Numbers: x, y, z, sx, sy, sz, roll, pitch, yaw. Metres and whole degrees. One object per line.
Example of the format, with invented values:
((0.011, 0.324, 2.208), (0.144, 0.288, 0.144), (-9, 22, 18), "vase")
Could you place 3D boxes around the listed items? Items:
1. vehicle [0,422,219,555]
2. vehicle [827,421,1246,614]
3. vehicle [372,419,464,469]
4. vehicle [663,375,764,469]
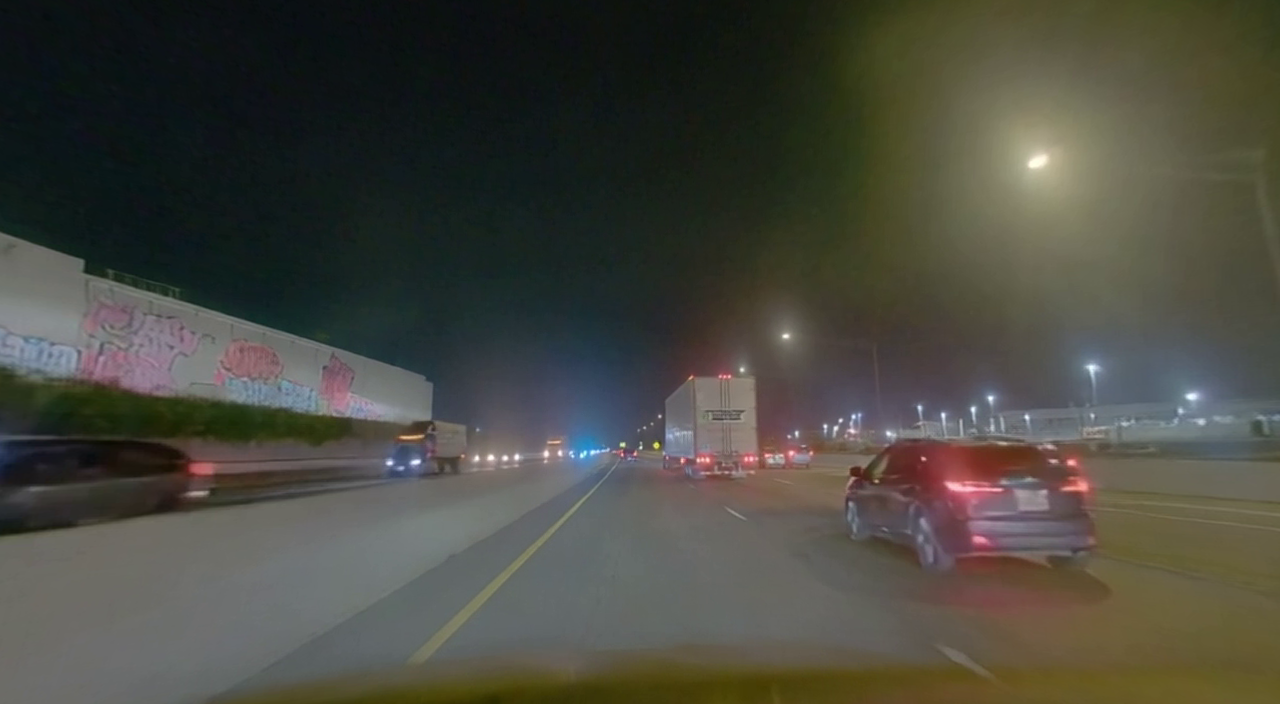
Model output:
((-8.327, 1.844, 8.916), (1.892, 1.508, 3.980), (0, -9, 0), "vehicle")
((3.999, 1.730, 7.537), (2.085, 1.588, 4.436), (0, -9, -1), "vehicle")
((-16.834, 7.188, 48.671), (3.471, 3.416, 11.022), (1, -9, -2), "vehicle")
((3.672, 4.574, 37.624), (3.317, 4.314, 17.803), (0, -9, -2), "vehicle")
